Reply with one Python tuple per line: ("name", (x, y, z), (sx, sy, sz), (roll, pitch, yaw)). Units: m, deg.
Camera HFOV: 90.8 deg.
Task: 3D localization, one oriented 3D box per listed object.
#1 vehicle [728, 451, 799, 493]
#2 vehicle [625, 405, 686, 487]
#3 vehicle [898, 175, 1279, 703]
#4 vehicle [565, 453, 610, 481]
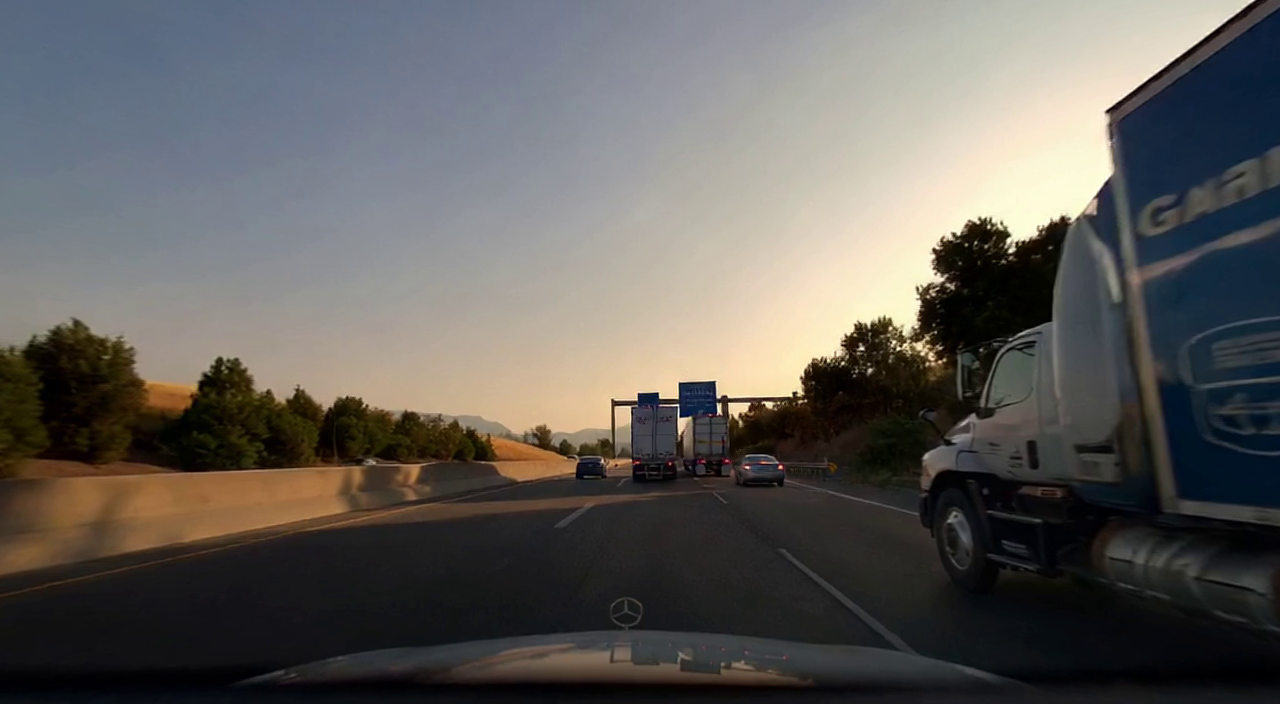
("vehicle", (4.920, 4.853, 25.907), (2.086, 1.530, 4.808), (-1, -9, 2))
("vehicle", (0.776, 5.170, 34.673), (2.864, 3.805, 9.709), (0, -9, 1))
("vehicle", (4.224, 0.732, 4.150), (2.636, 2.599, 5.956), (-1, -9, 2))
("vehicle", (-2.948, 6.569, 36.146), (2.067, 1.452, 4.085), (-1, -9, 2))
